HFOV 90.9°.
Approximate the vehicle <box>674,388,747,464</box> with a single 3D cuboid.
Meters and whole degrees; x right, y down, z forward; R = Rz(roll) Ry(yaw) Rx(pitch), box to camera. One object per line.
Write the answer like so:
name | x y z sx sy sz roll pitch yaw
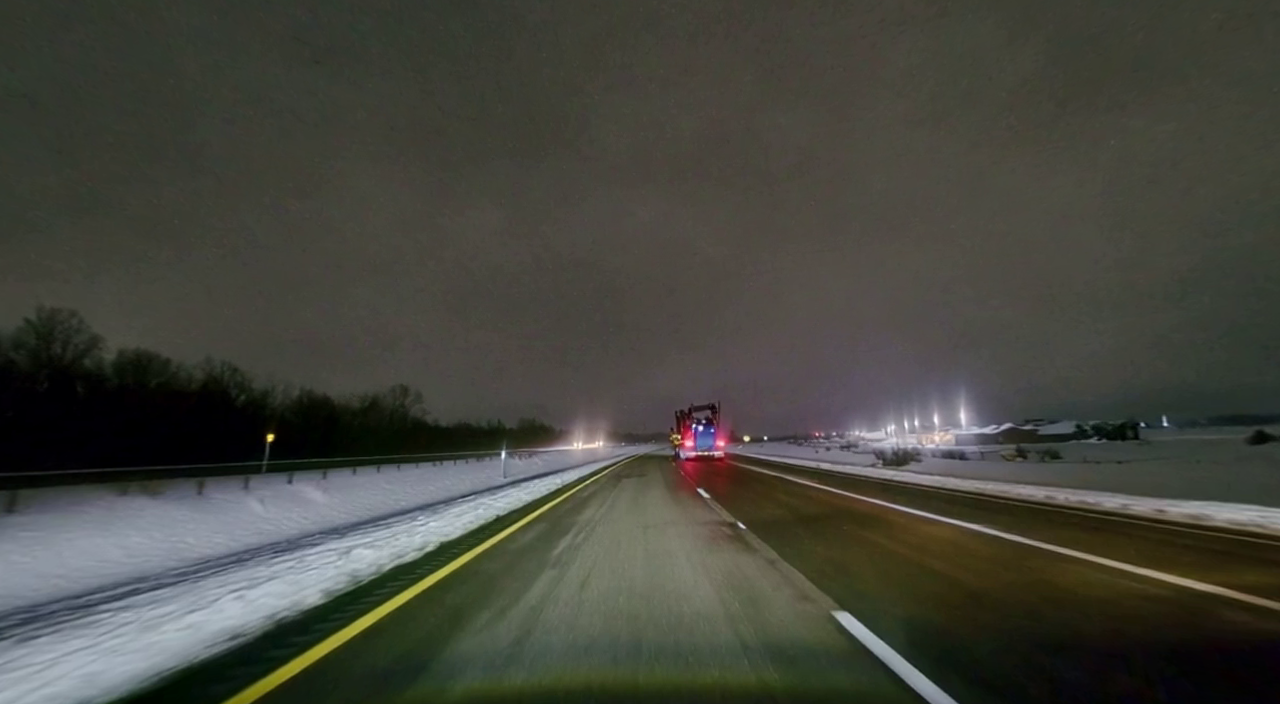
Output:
vehicle | 3.862 4.351 36.434 3.279 3.956 6.541 0 -9 -1
